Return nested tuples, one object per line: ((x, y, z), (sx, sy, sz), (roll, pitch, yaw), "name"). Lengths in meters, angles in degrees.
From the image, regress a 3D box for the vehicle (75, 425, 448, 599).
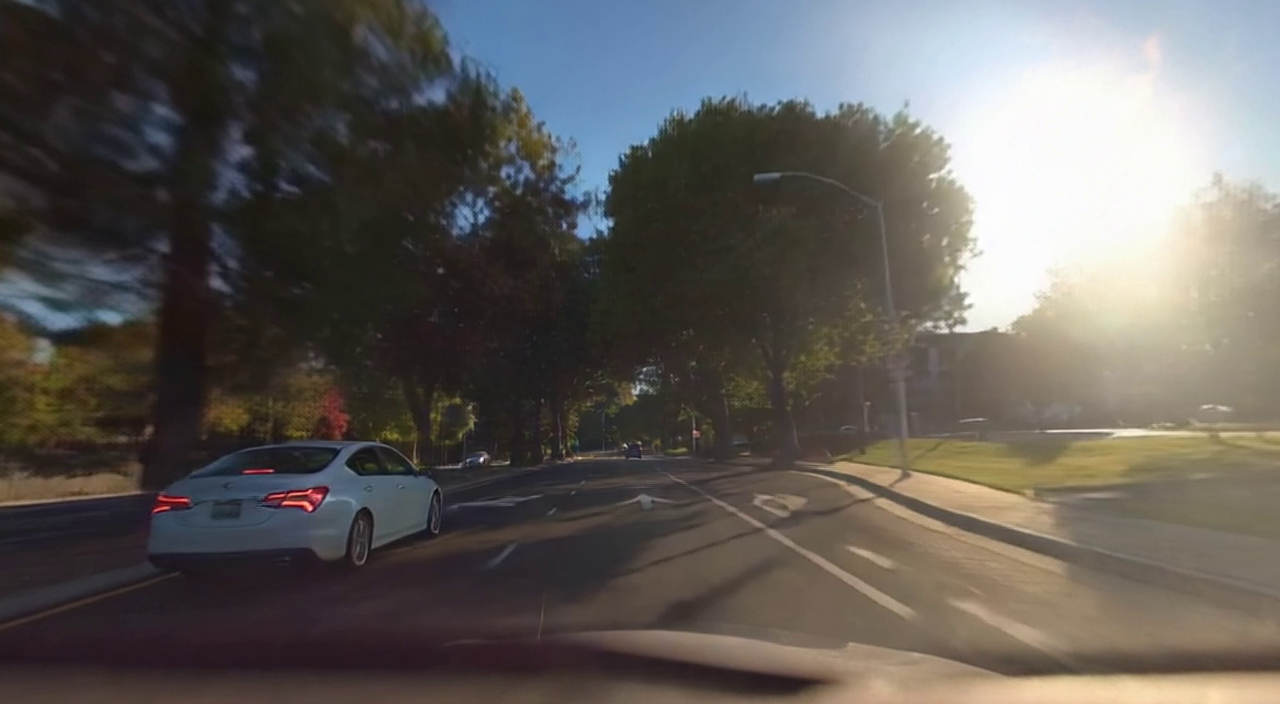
((-4.011, 1.736, 7.794), (1.915, 1.521, 4.283), (0, -8, 0), "vehicle")
